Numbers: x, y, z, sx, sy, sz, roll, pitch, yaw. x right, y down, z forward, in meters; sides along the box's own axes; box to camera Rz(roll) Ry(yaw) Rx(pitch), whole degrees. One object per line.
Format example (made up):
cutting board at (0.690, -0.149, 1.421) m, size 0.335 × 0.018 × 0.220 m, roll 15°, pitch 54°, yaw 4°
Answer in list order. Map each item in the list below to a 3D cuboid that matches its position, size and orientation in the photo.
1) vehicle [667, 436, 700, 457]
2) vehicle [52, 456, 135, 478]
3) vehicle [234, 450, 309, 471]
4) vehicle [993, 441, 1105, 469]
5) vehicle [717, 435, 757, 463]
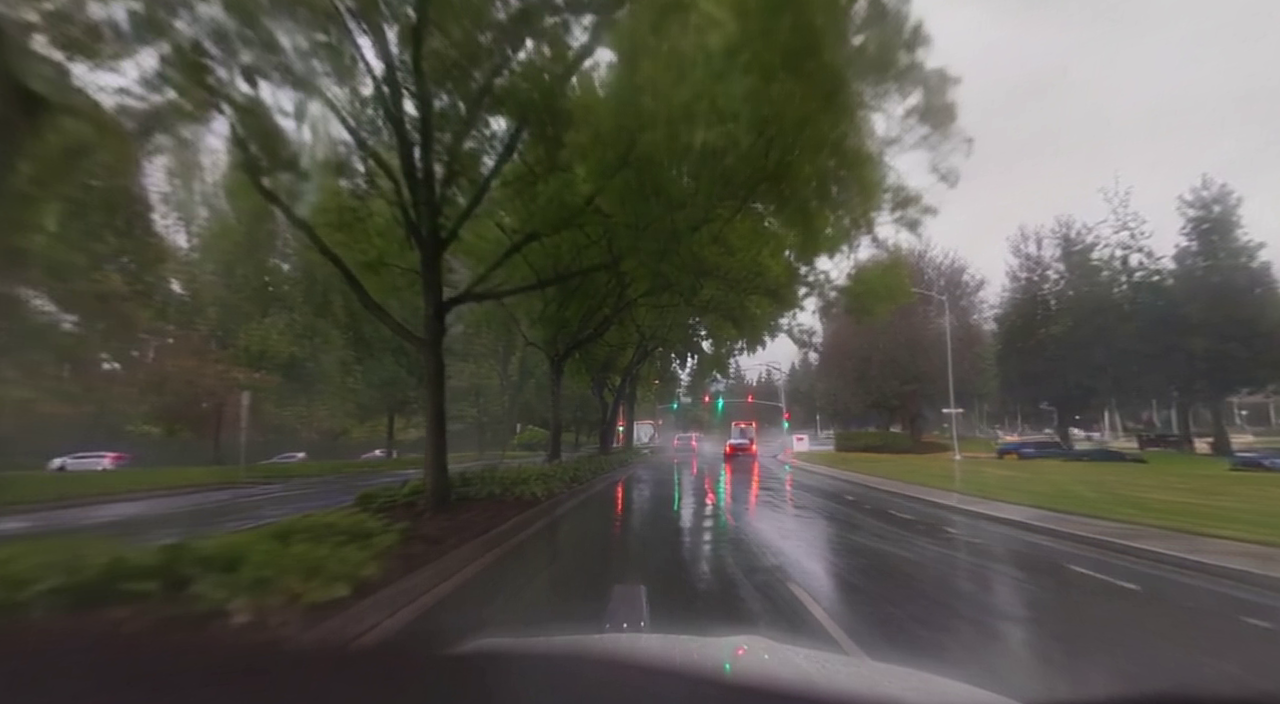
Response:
vehicle at (3.279, 7.005, 46.910) m, size 2.066 × 1.482 × 4.273 m, roll -1°, pitch -8°, yaw 8°
vehicle at (-38.971, 8.170, 44.998) m, size 4.442 × 1.464 × 1.839 m, roll -1°, pitch -8°, yaw 7°
vehicle at (-26.186, 7.683, 44.878) m, size 4.275 × 1.430 × 1.878 m, roll -1°, pitch -8°, yaw 6°
vehicle at (21.806, 5.484, 33.780) m, size 4.627 × 1.418 × 1.800 m, roll -1°, pitch -8°, yaw 8°
vehicle at (5.464, 5.520, 36.075) m, size 1.989 × 1.497 × 4.436 m, roll -1°, pitch -8°, yaw 5°
